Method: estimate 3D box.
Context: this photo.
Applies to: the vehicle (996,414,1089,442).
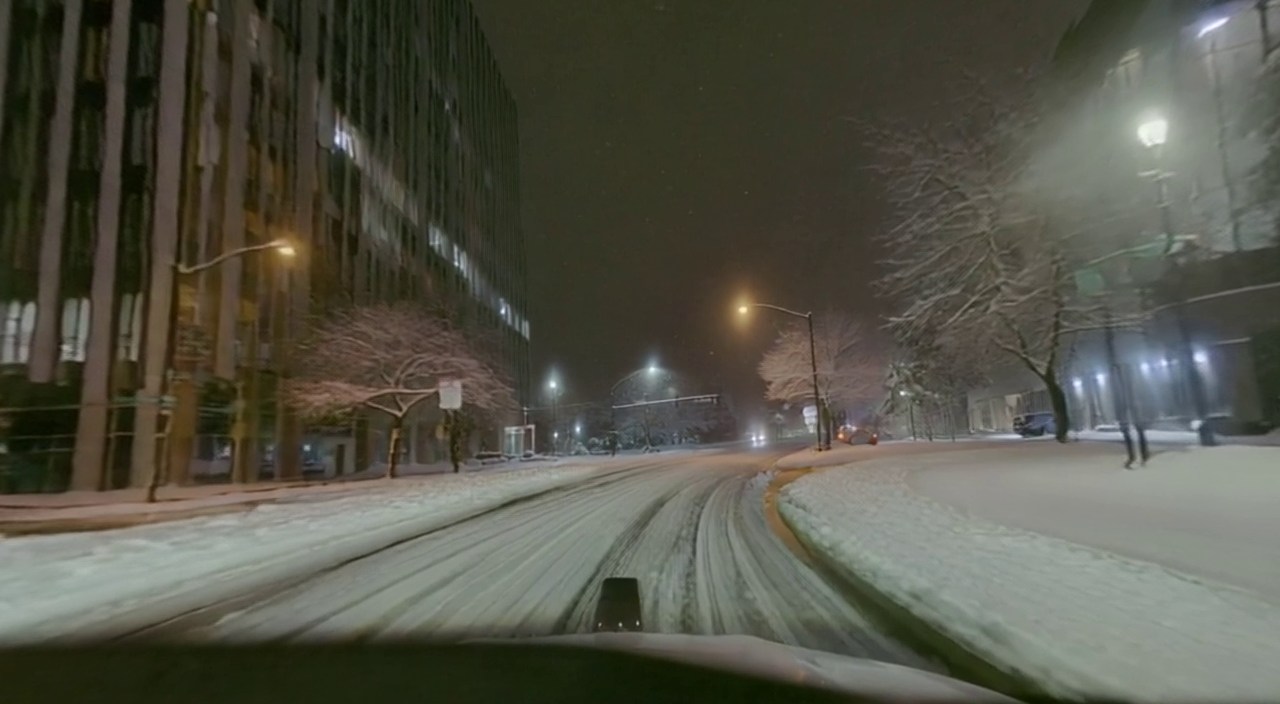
[{"bbox_3d":[27.405,5.231,43.106,2.014,1.757,4.871,8,-12,-43],"label":"vehicle"}]
